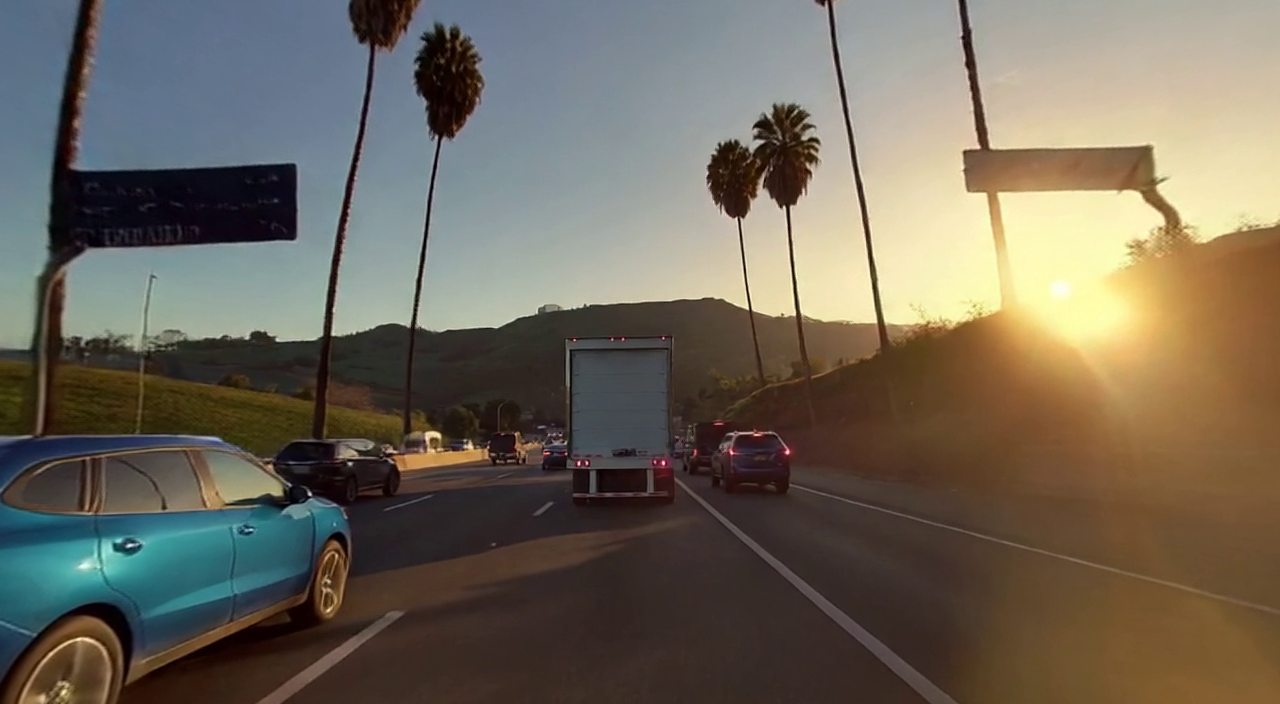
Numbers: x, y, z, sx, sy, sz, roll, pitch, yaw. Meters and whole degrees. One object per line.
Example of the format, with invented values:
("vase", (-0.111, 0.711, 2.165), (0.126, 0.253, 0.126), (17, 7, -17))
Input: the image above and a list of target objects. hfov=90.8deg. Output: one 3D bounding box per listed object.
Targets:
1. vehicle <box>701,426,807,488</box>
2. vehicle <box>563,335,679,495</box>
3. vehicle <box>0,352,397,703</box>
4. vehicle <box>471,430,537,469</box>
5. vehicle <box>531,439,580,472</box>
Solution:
("vehicle", (2.895, 2.815, 17.119), (1.859, 1.416, 4.695), (0, -9, -2))
("vehicle", (-0.446, 2.372, 21.404), (2.906, 4.040, 10.743), (0, -9, 0))
("vehicle", (-3.225, 1.090, 3.857), (1.885, 1.654, 4.103), (0, -9, -1))
("vehicle", (-7.315, 5.362, 34.711), (2.344, 1.954, 5.579), (0, -9, 1))
("vehicle", (-4.020, 5.008, 30.635), (1.874, 1.475, 4.328), (0, -9, -1))
